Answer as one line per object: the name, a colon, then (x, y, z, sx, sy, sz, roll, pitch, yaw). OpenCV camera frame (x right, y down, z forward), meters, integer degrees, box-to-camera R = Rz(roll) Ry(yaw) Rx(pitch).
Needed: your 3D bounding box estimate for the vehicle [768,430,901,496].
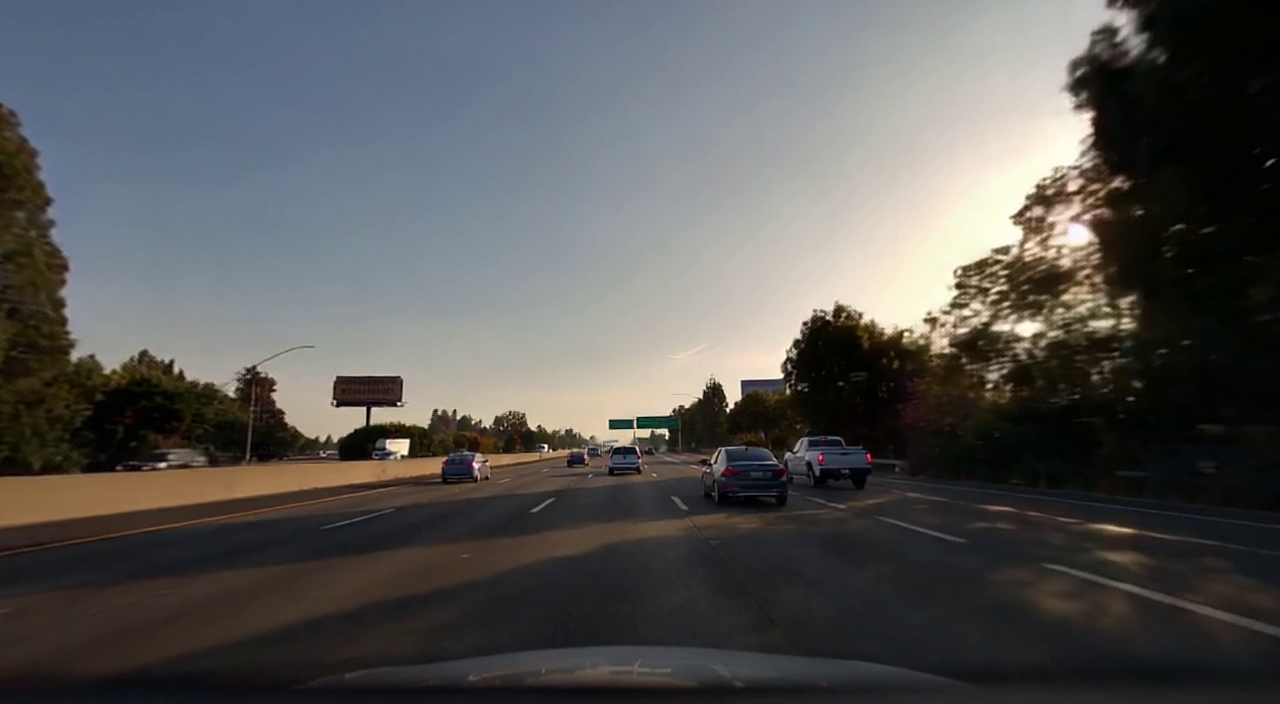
vehicle: (6.375, 3.732, 21.750, 2.635, 1.919, 5.907, 0, -8, -1)

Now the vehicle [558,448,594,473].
vehicle: (-4.157, 7.077, 41.475, 1.935, 1.487, 4.076, 0, -8, 0)

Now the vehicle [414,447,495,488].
vehicle: (-7.378, 4.627, 25.605, 1.920, 1.482, 4.385, 0, -8, 0)

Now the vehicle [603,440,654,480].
vehicle: (-0.535, 5.323, 31.505, 2.323, 1.805, 4.729, 0, -8, 0)

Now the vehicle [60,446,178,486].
vehicle: (-22.790, 4.964, 27.841, 1.786, 1.622, 3.932, 0, -9, 0)

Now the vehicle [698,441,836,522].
vehicle: (2.528, 2.688, 13.757, 2.011, 1.462, 4.286, 0, -8, -1)
